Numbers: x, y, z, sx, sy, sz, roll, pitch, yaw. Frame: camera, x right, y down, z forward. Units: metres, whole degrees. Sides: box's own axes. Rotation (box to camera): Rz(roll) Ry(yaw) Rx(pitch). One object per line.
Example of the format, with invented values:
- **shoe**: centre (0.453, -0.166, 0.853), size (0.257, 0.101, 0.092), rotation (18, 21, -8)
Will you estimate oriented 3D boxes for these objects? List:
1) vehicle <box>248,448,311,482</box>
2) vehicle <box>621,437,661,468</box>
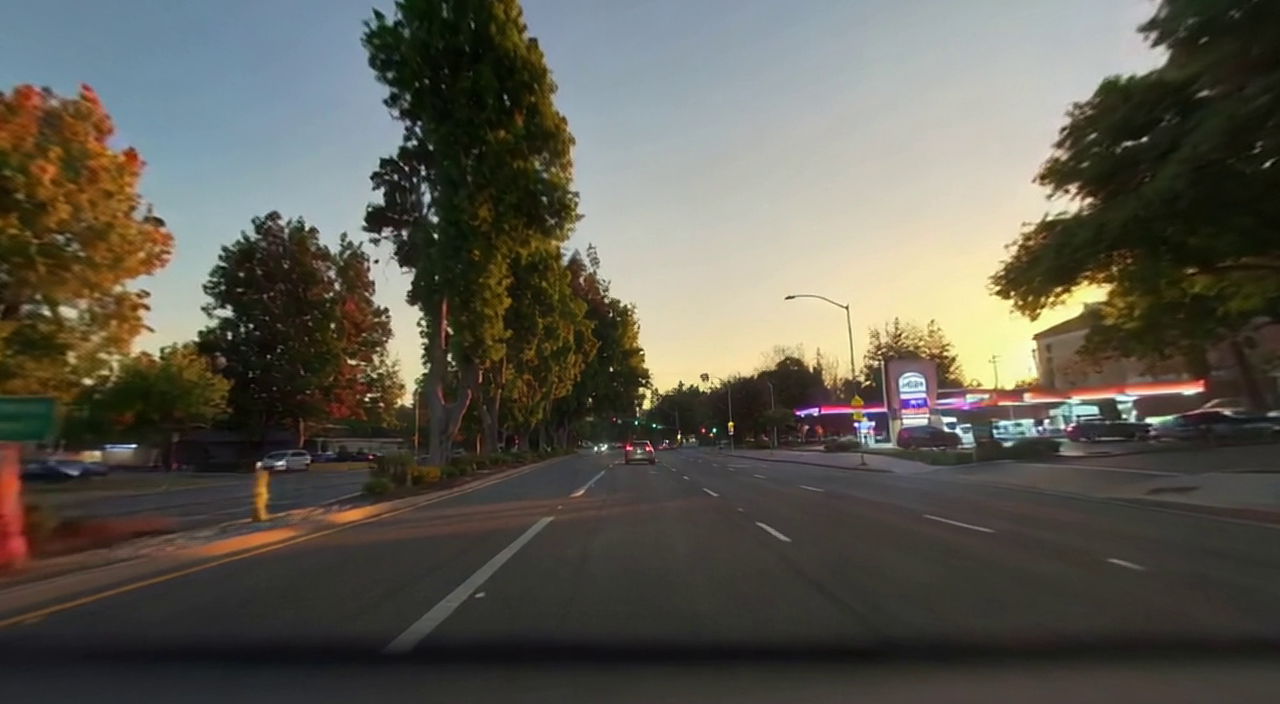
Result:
- **vehicle**: centre (-19.748, 6.141, 34.655), size (1.909, 1.720, 4.390), rotation (2, -9, -16)
- **vehicle**: centre (0.031, 5.951, 37.403), size (2.213, 1.715, 4.242), rotation (0, -8, -1)
